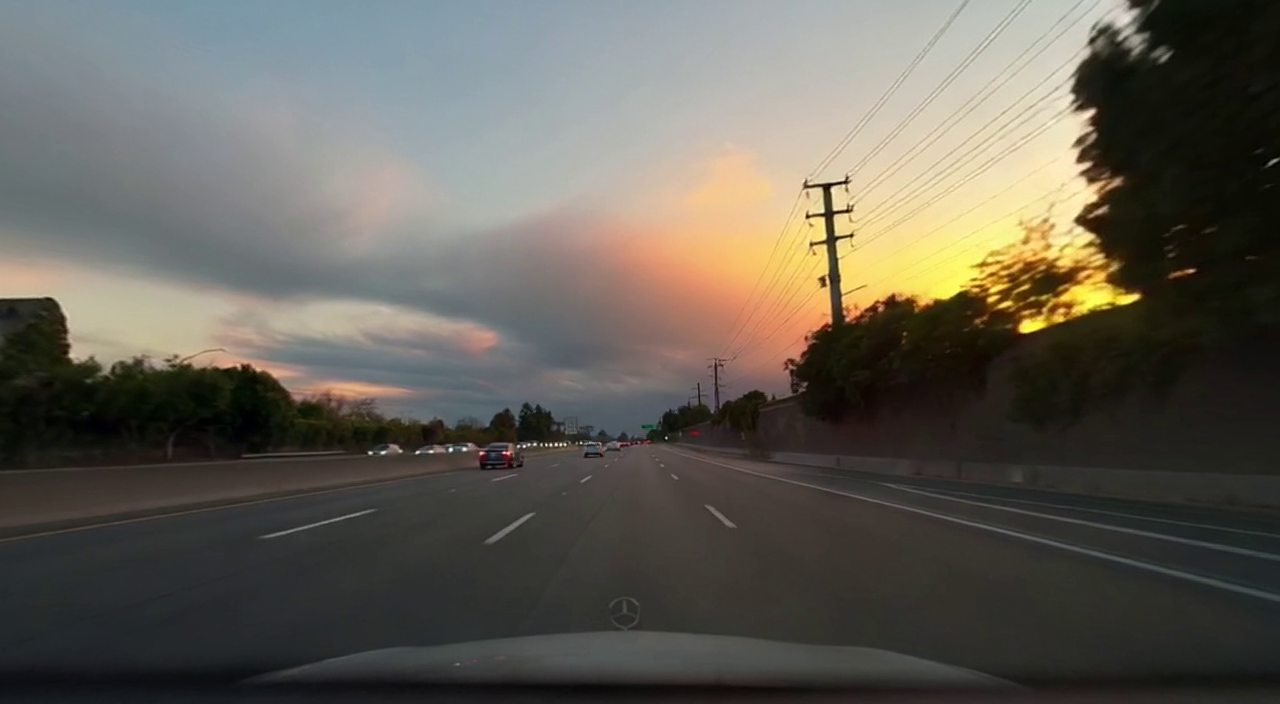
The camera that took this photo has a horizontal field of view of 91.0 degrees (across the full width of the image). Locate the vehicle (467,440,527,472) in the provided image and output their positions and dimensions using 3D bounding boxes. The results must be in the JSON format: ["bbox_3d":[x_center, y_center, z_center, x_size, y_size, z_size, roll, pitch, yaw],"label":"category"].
[{"bbox_3d":[-7.427,5.480,33.224,2.034,1.563,4.476,0,-9,1],"label":"vehicle"}]
